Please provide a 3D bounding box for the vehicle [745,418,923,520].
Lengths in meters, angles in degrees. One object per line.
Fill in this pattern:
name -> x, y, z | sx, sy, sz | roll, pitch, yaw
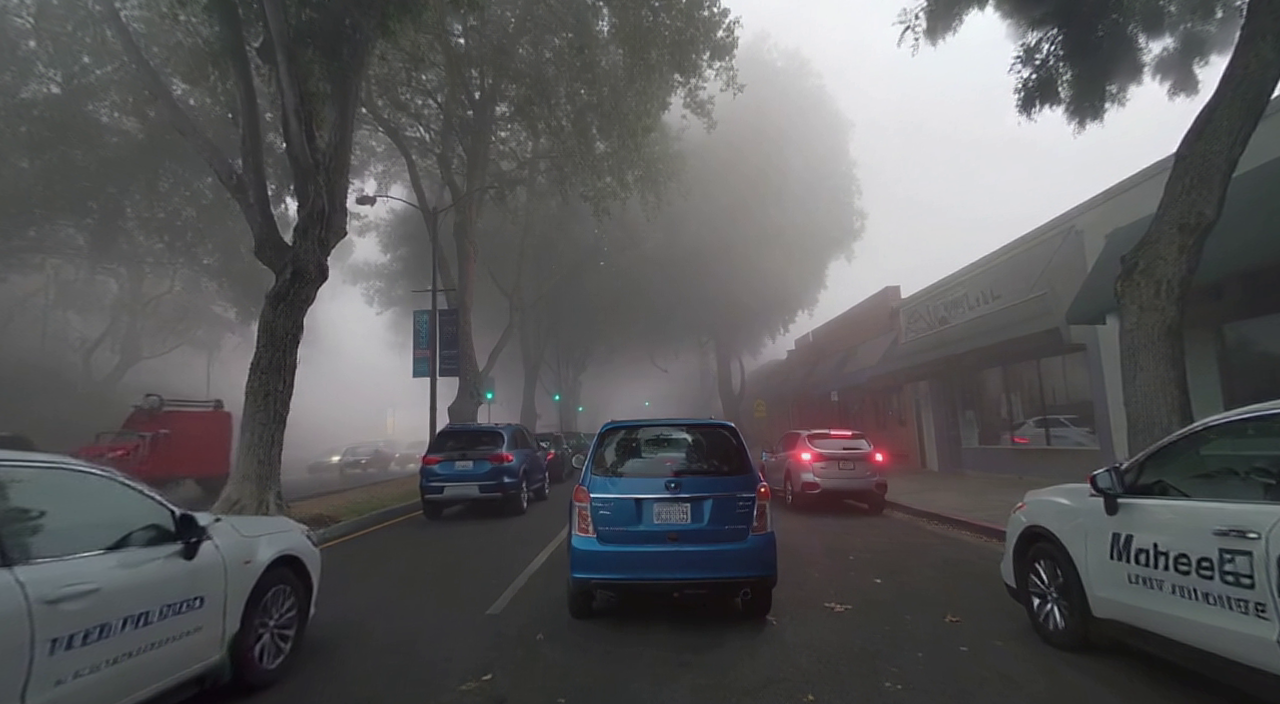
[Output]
vehicle -> 4.056, 2.584, 14.535 | 2.038, 1.865, 5.786 | 0, -8, -2

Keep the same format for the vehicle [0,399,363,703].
vehicle -> -2.935, 0.946, 2.333 | 1.908, 1.474, 4.257 | 0, -8, -1

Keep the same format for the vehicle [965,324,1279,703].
vehicle -> 3.988, 0.904, 3.232 | 1.987, 1.877, 5.330 | 3, -8, 2

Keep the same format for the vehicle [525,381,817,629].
vehicle -> 0.201, 1.388, 6.592 | 2.075, 1.770, 4.018 | 0, -8, -1

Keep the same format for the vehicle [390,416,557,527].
vehicle -> -3.020, 2.292, 12.619 | 2.135, 1.806, 4.514 | 0, -8, -1
